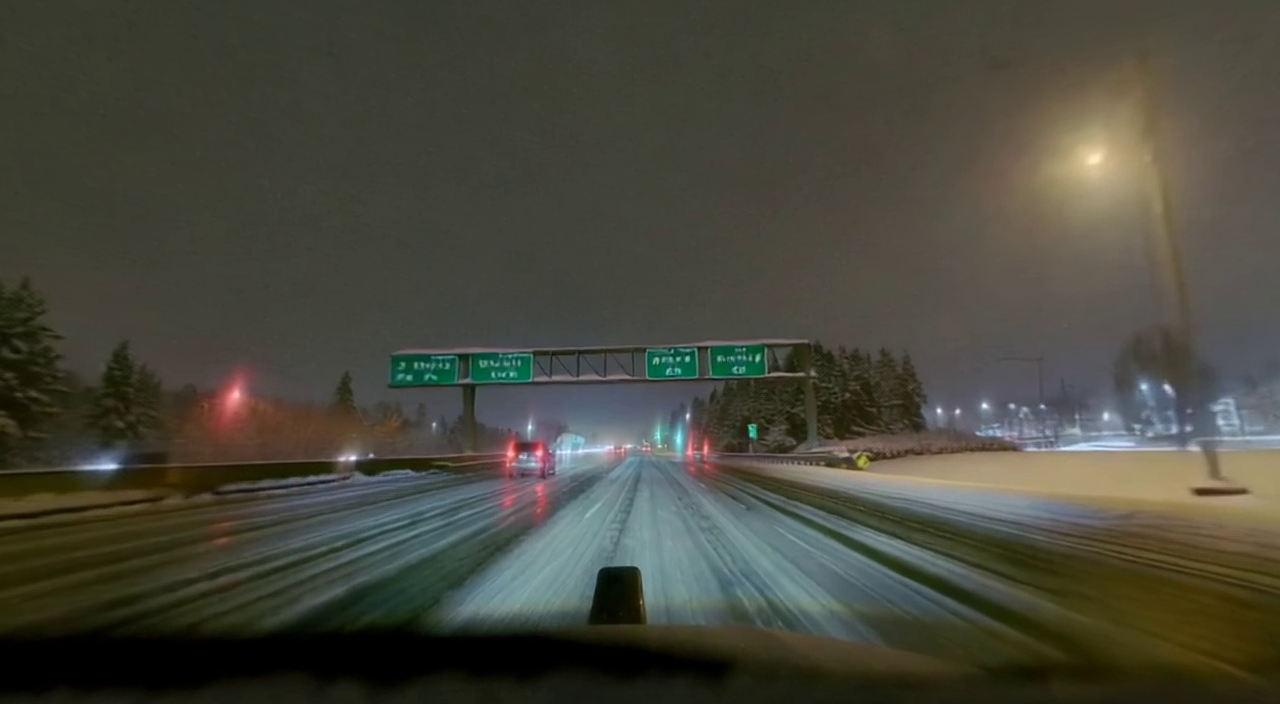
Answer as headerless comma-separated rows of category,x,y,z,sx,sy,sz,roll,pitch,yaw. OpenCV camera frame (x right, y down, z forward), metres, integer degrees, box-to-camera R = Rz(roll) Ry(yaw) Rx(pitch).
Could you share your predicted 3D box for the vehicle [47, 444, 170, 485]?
vehicle,-20.391,4.313,24.375,1.597,1.447,3.602,0,-9,0
